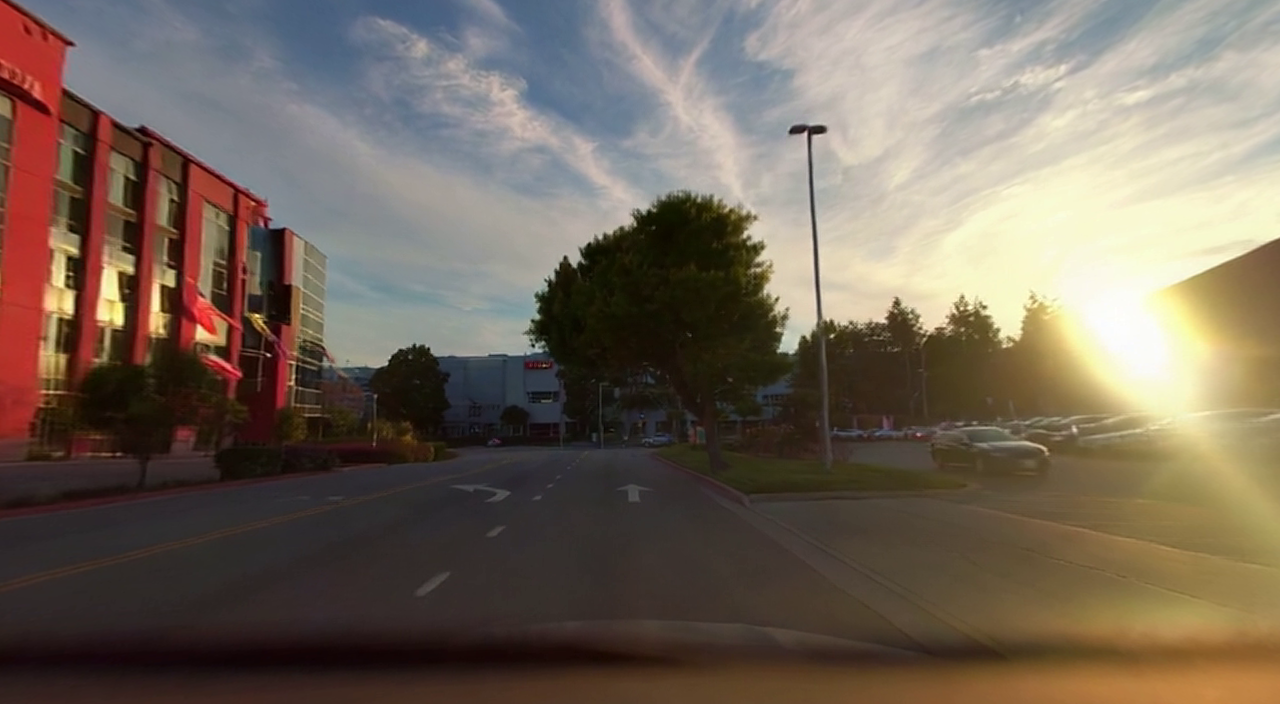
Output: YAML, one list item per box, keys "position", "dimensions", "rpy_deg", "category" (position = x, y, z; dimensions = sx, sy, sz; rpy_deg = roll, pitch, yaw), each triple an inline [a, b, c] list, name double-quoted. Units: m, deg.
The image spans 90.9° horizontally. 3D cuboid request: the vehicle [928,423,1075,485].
- position: [9.833, 2.773, 17.486]
  dimensions: [1.769, 1.516, 3.520]
  rpy_deg: [1, -8, -4]
  category: "vehicle"
